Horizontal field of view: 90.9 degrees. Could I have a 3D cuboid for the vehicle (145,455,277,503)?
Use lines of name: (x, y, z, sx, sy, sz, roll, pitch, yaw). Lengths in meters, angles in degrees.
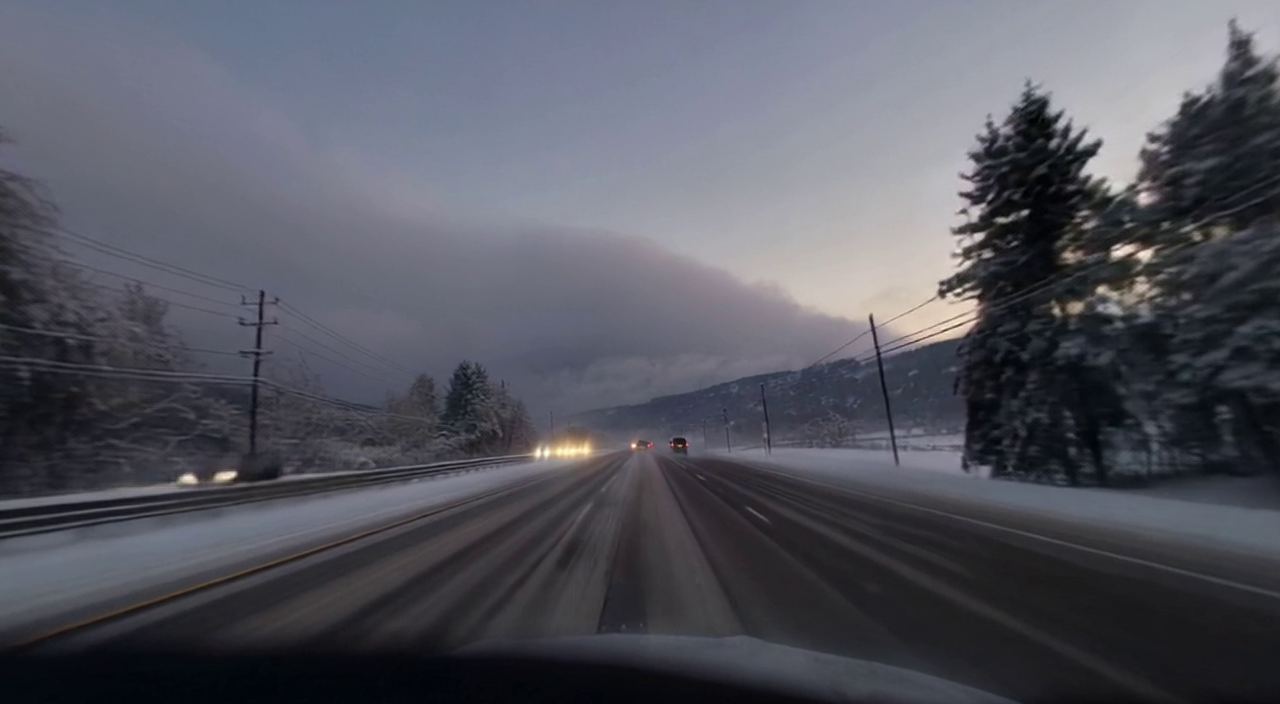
vehicle: (-16.633, 4.902, 24.815, 1.881, 1.598, 4.569, 0, -8, 1)
